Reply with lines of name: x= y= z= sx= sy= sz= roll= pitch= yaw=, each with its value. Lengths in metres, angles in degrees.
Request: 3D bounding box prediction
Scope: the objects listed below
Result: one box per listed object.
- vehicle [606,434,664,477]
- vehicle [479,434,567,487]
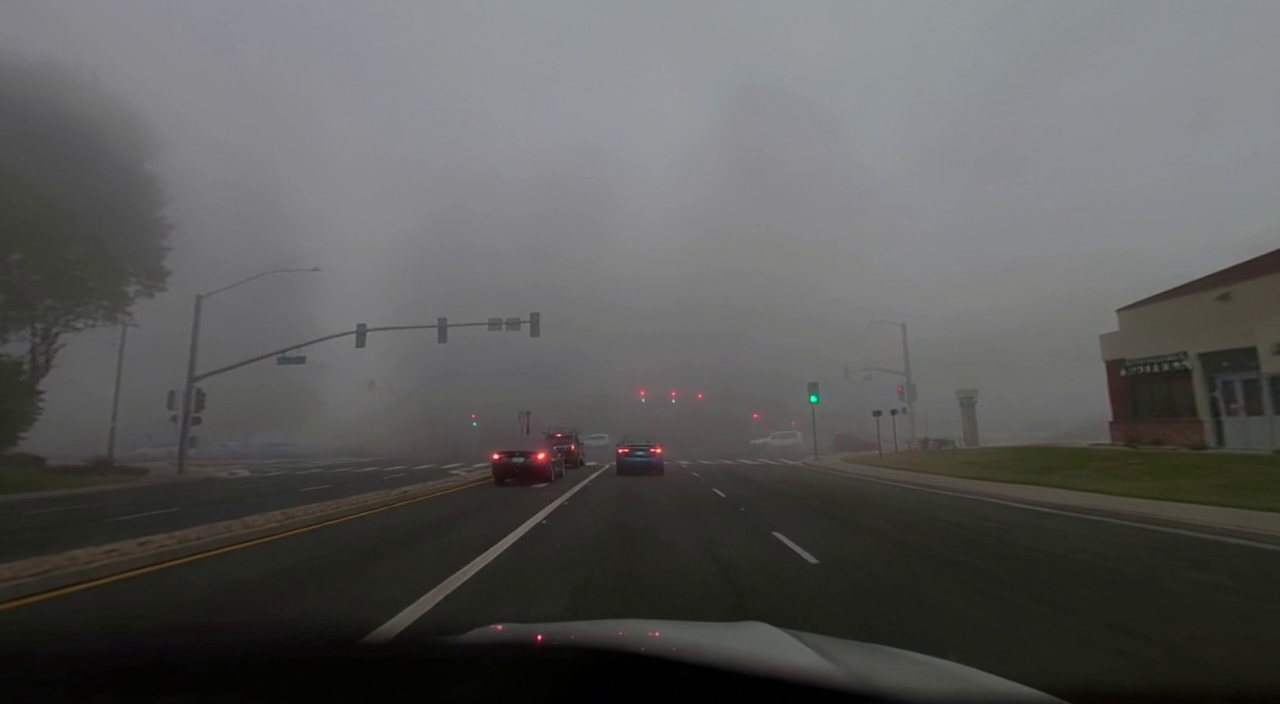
vehicle: x=-0.185 y=3.973 z=24.419 sx=2.066 sy=1.482 sz=3.923 roll=0 pitch=-8 yaw=0
vehicle: x=-3.639 y=3.471 z=20.513 sx=1.942 sy=1.497 sz=4.561 roll=0 pitch=-8 yaw=1
